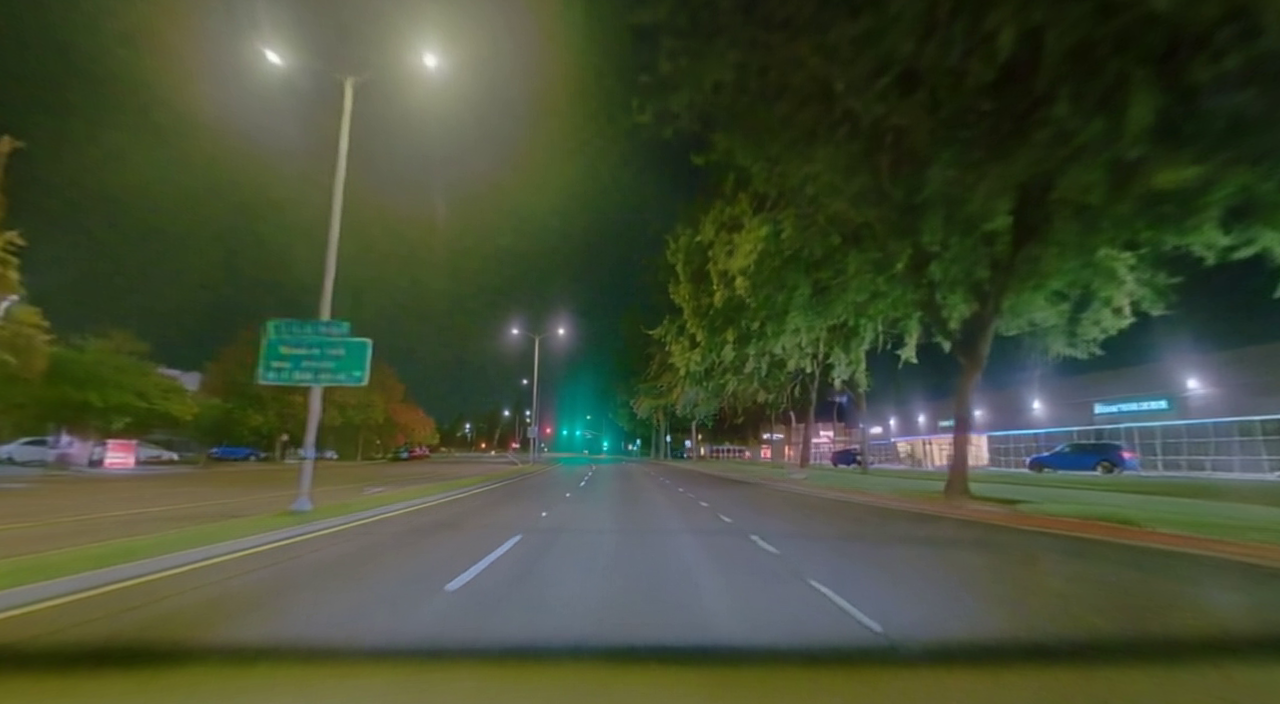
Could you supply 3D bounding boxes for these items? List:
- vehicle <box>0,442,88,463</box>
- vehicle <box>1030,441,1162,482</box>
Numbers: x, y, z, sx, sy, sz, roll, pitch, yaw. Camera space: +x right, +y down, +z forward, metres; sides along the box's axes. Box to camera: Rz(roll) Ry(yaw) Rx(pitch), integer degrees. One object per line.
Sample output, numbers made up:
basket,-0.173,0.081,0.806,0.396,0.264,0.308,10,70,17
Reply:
vehicle,-38.627,6.484,40.695,4.162,1.246,1.739,3,-9,-23
vehicle,31.771,7.608,44.412,2.649,2.623,6.928,6,-10,-26
